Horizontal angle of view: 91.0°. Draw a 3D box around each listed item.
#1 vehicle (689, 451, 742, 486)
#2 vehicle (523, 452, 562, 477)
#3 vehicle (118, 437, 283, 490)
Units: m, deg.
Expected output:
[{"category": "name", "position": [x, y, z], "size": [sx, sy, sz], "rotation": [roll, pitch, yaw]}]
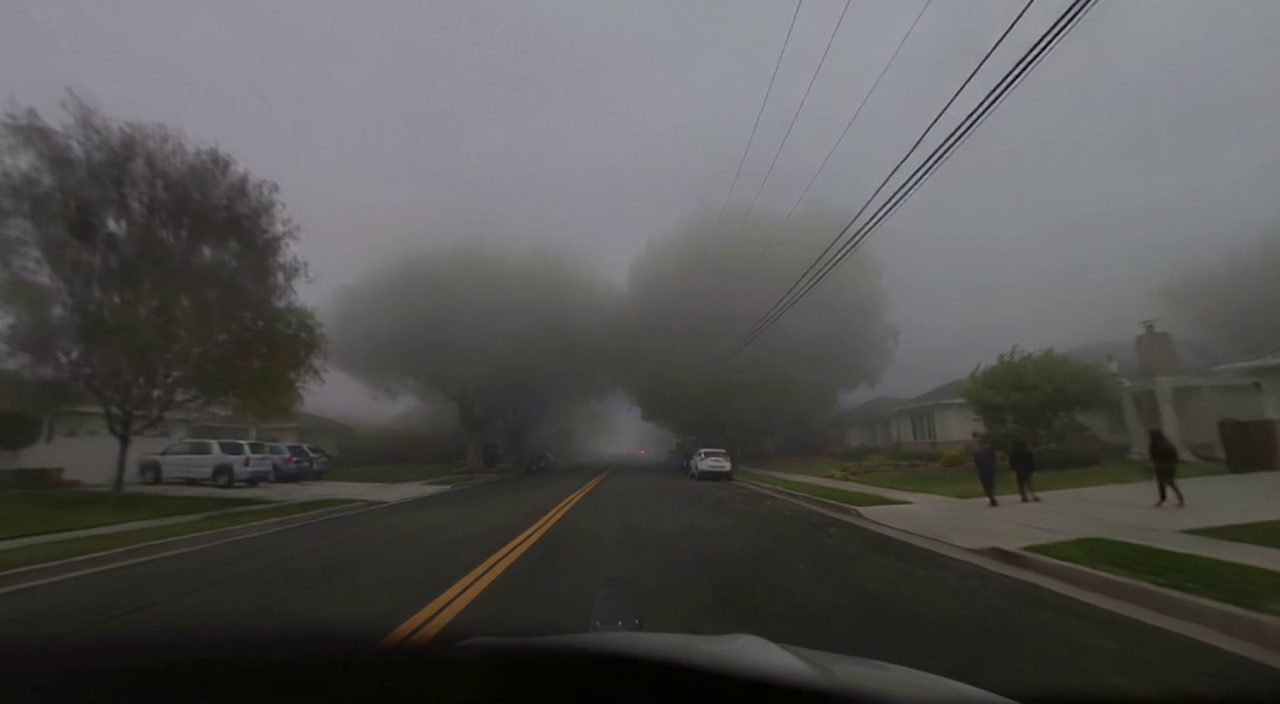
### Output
[{"category": "vehicle", "position": [3.615, 5.660, 30.921], "size": [1.917, 1.569, 4.460], "rotation": [0, -9, -1]}, {"category": "vehicle", "position": [-6.651, 7.660, 43.184], "size": [1.985, 1.497, 4.655], "rotation": [-2, -9, -1]}, {"category": "vehicle", "position": [-15.499, 3.956, 22.382], "size": [4.320, 1.767, 1.951], "rotation": [0, -9, 0]}]
